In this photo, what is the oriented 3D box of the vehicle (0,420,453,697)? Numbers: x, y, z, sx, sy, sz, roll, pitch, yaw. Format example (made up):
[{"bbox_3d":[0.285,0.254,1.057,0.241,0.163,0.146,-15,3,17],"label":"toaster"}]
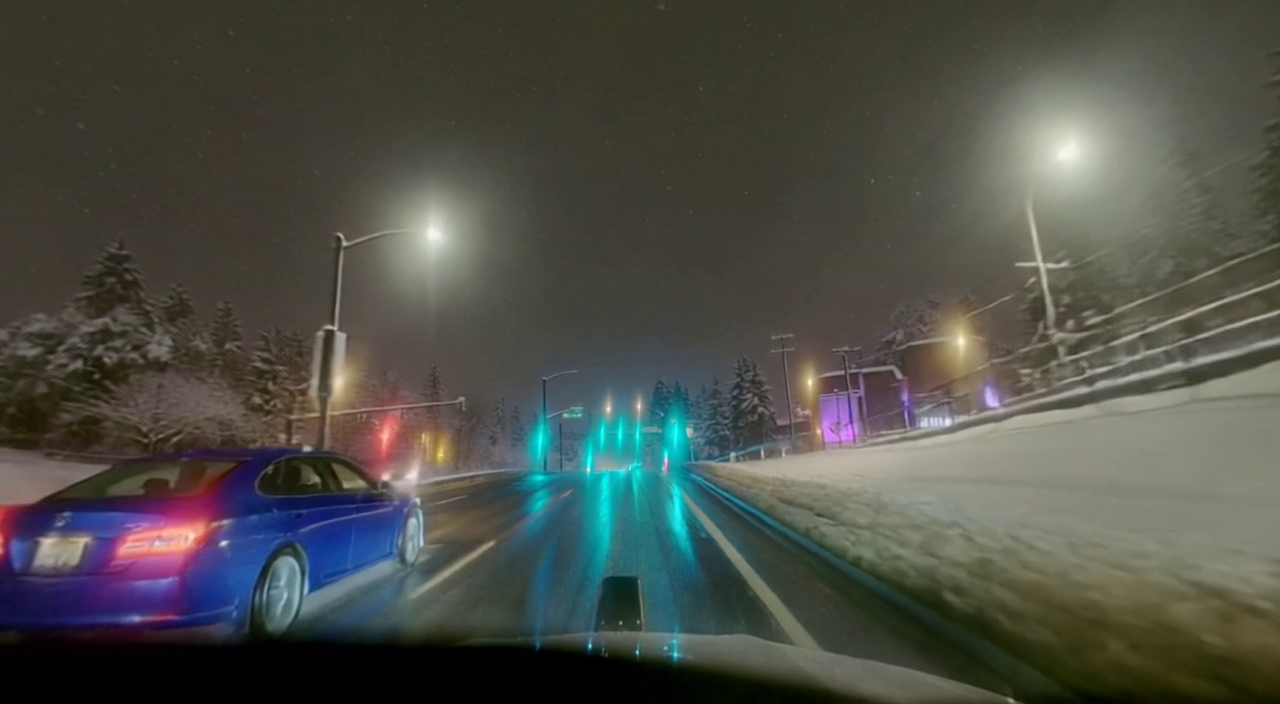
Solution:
[{"bbox_3d":[-3.338,1.435,5.611,2.041,1.470,4.290,0,-9,0],"label":"vehicle"}]
